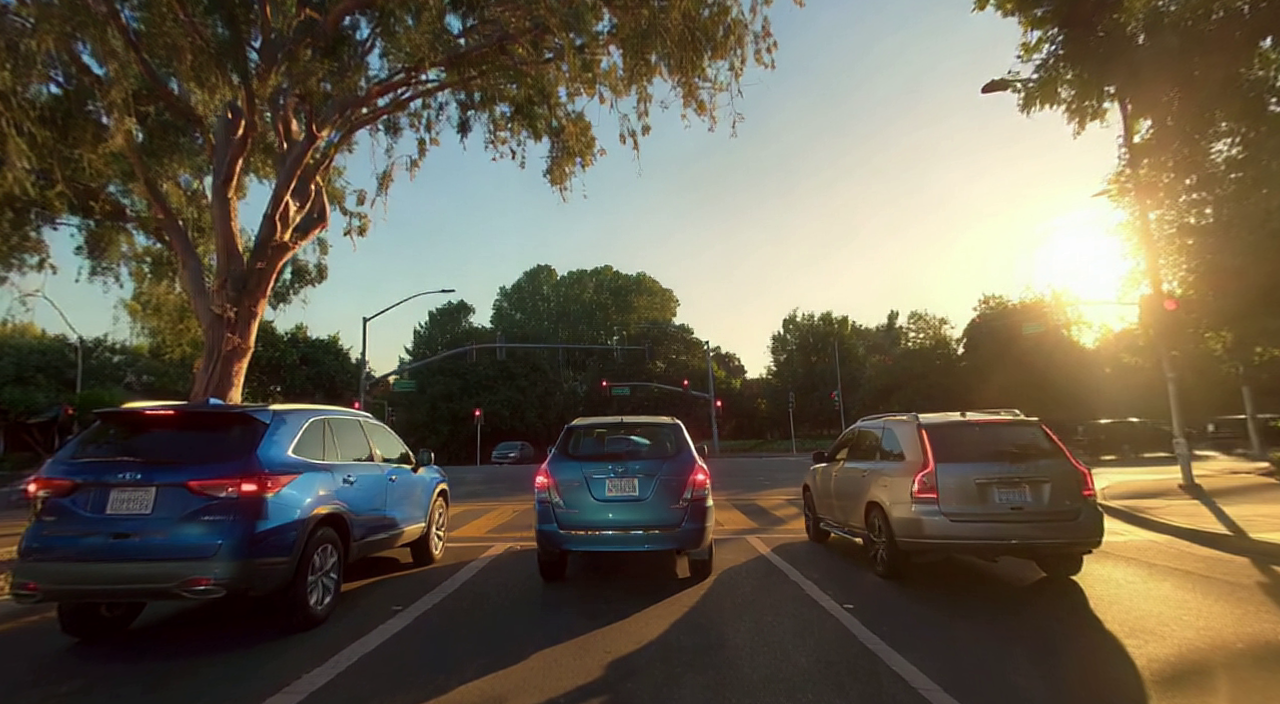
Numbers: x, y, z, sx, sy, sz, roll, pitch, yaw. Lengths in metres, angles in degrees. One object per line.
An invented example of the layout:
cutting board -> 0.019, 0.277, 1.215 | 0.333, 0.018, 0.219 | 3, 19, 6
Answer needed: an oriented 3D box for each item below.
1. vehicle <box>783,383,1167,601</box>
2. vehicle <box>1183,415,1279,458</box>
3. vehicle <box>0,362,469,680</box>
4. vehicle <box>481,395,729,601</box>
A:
vehicle -> 3.271, 1.483, 7.515 | 2.083, 1.779, 4.532 | 0, -8, 0
vehicle -> 27.761, 3.828, 28.391 | 4.535, 1.872, 1.975 | 0, -9, 3
vehicle -> -3.276, 1.281, 5.882 | 2.047, 1.810, 4.414 | 0, -8, 1
vehicle -> -0.239, 1.512, 7.321 | 2.067, 1.702, 3.987 | 0, -8, 2
